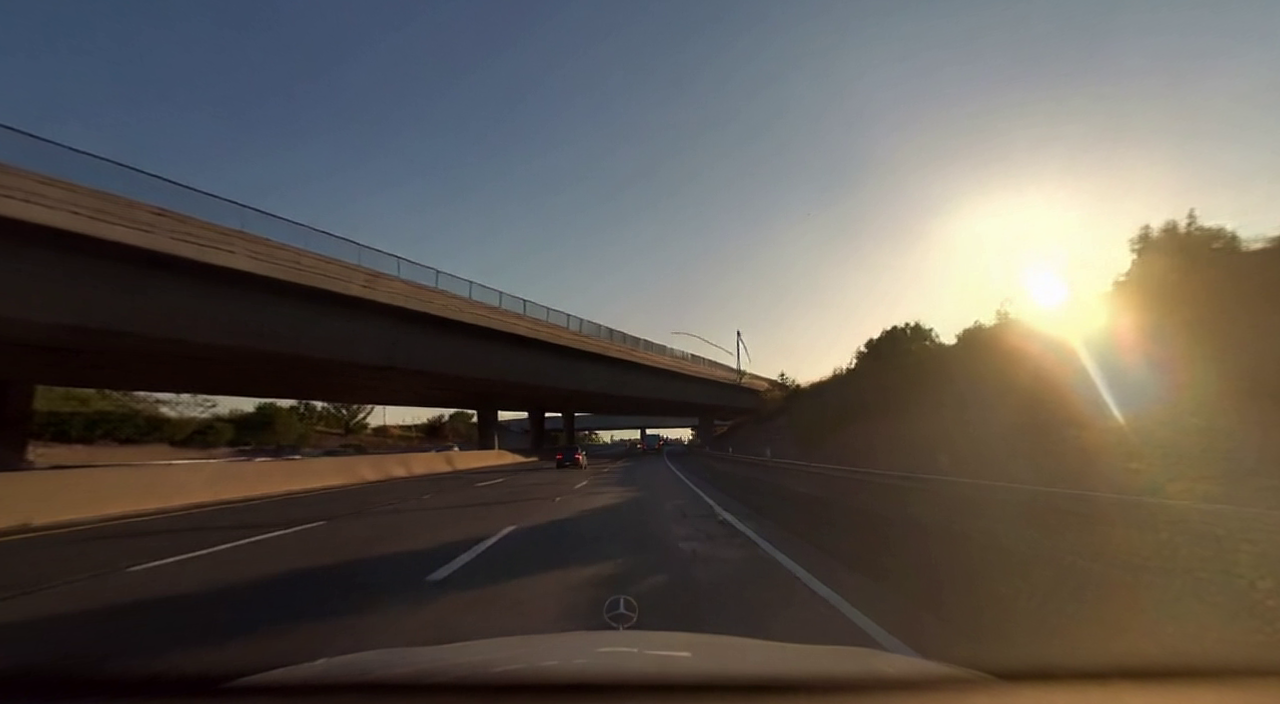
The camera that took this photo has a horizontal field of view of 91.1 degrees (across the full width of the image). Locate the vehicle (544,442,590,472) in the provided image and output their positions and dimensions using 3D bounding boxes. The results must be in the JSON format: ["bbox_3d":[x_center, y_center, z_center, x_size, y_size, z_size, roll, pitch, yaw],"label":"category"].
[{"bbox_3d":[-4.090,6.005,36.064,1.961,1.540,4.487,-1,-9,2],"label":"vehicle"}]
